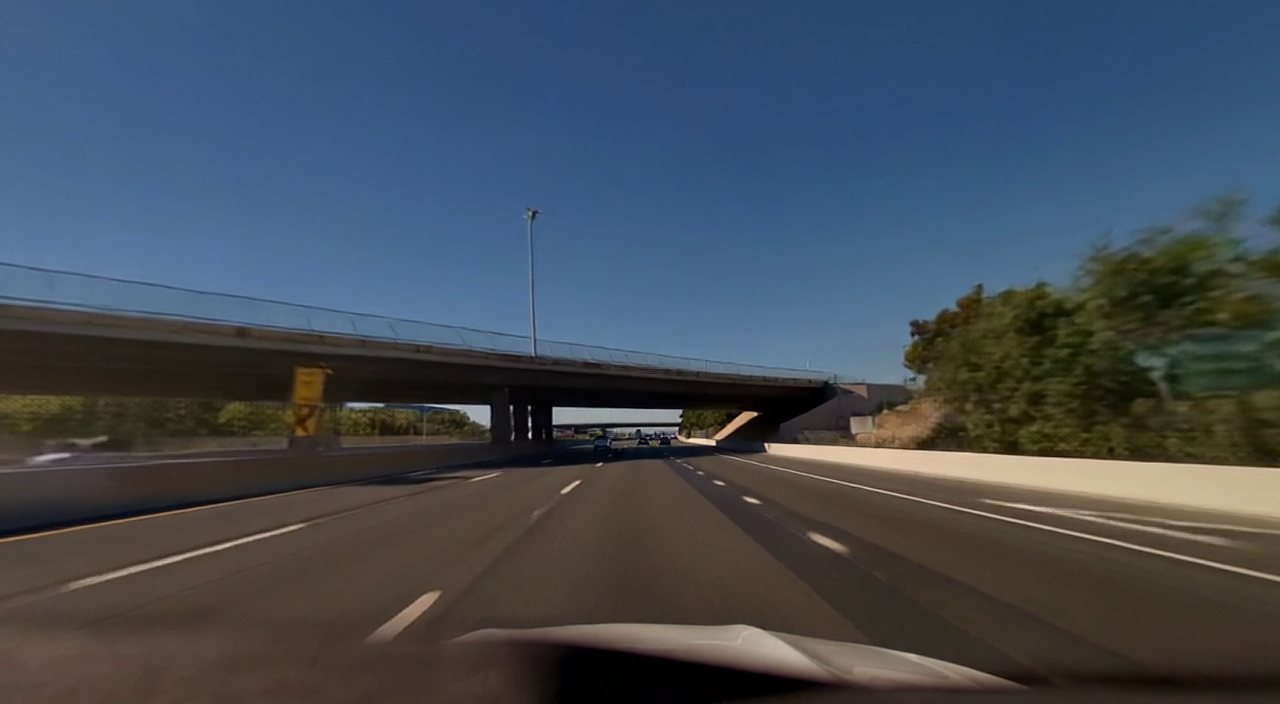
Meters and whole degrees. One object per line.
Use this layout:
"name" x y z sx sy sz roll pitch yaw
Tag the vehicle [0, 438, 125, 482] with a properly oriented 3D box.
"vehicle" -22.327 4.024 23.884 1.820 1.504 4.417 0 -8 -1
